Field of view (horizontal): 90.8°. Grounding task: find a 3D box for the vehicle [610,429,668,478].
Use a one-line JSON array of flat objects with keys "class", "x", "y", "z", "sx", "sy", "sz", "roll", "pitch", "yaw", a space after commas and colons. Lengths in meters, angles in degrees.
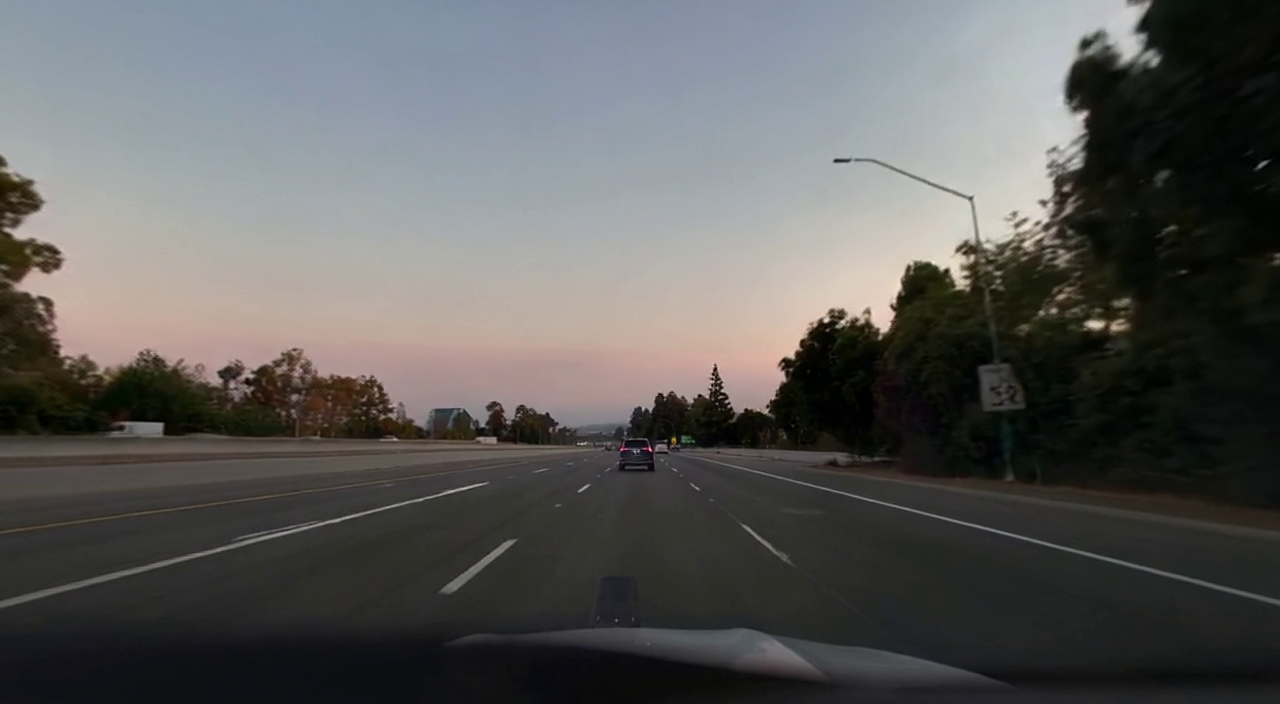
[{"class": "vehicle", "x": -0.018, "y": 4.376, "z": 27.359, "sx": 2.269, "sy": 1.924, "sz": 4.596, "roll": 0, "pitch": -8, "yaw": 0}]
